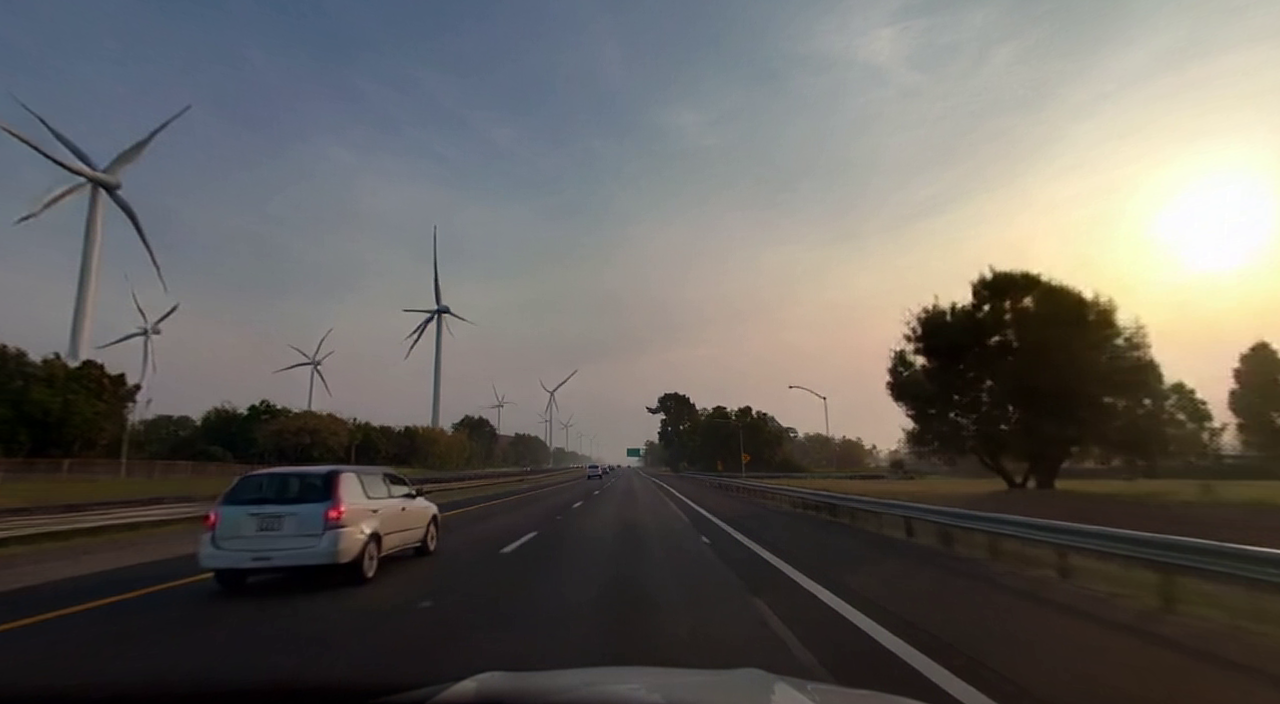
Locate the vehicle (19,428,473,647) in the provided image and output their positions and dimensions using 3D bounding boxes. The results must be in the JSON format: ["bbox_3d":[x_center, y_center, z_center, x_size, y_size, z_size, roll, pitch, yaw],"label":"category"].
[{"bbox_3d":[-3.325,1.683,6.538,2.001,1.486,4.104,1,-10,0],"label":"vehicle"}]
